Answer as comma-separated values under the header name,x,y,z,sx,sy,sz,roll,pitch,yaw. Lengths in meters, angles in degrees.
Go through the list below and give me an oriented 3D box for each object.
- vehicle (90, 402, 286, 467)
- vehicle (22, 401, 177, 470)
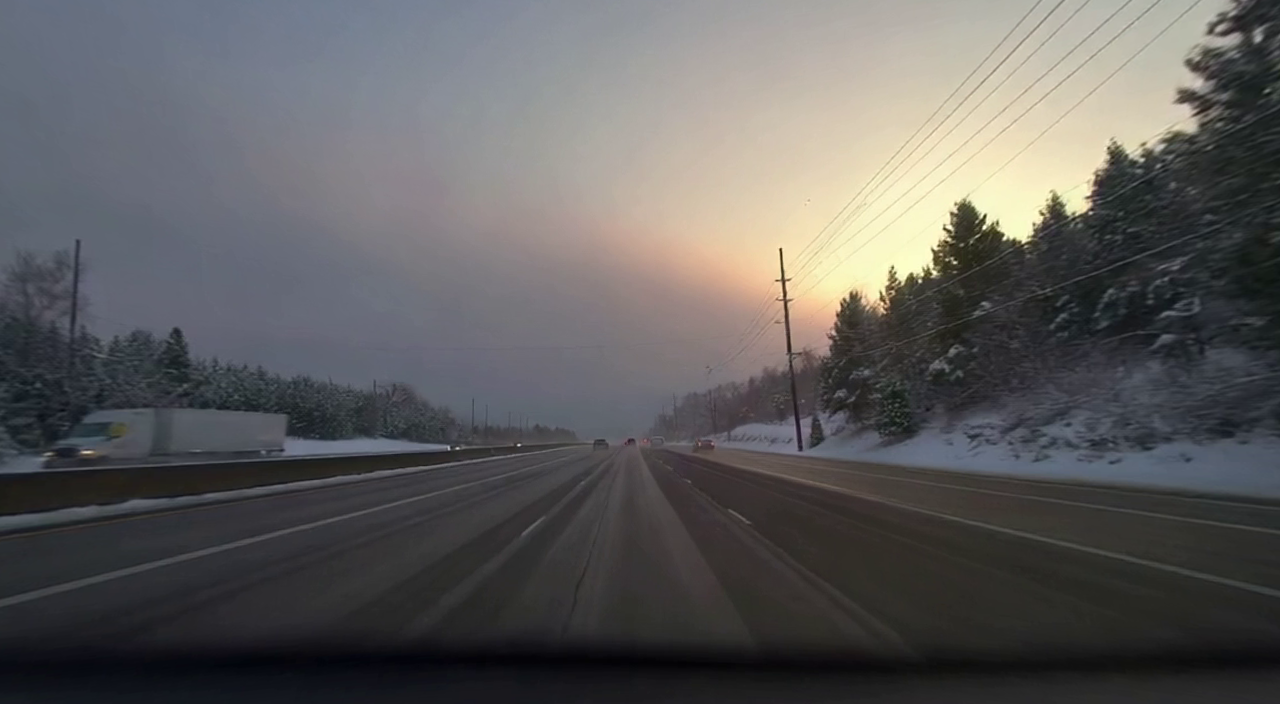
name,x,y,z,sx,sy,sz,roll,pitch,yaw
vehicle,-32.538,6.308,47.313,2.879,4.002,16.237,0,-9,0
vehicle,-32.404,5.134,38.411,3.007,3.808,7.031,0,-9,0
